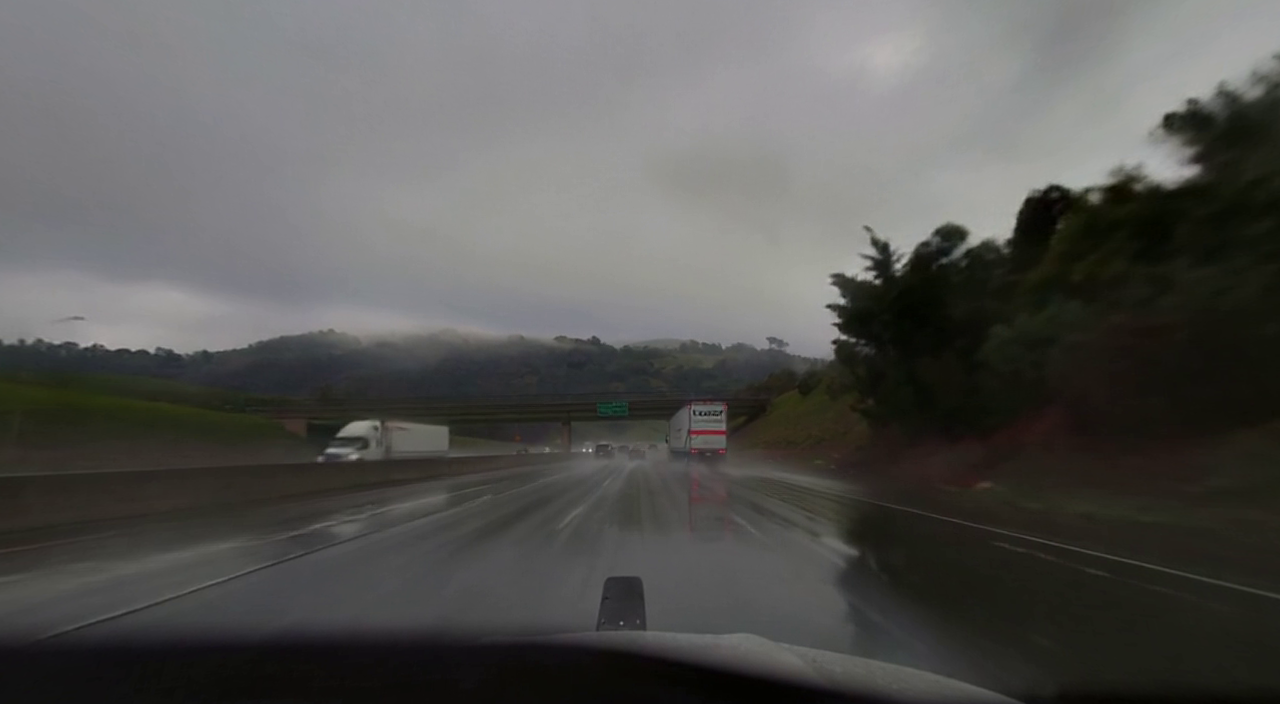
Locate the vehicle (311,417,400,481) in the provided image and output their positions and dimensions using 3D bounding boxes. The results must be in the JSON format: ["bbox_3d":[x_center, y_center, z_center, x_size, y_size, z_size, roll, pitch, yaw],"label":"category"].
[{"bbox_3d":[-19.132,6.585,42.958,2.969,3.983,6.343,0,-9,0],"label":"vehicle"}]

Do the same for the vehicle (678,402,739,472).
[{"bbox_3d":[4.150,5.504,40.464,2.885,3.992,8.526,0,-9,0],"label":"vehicle"}]
